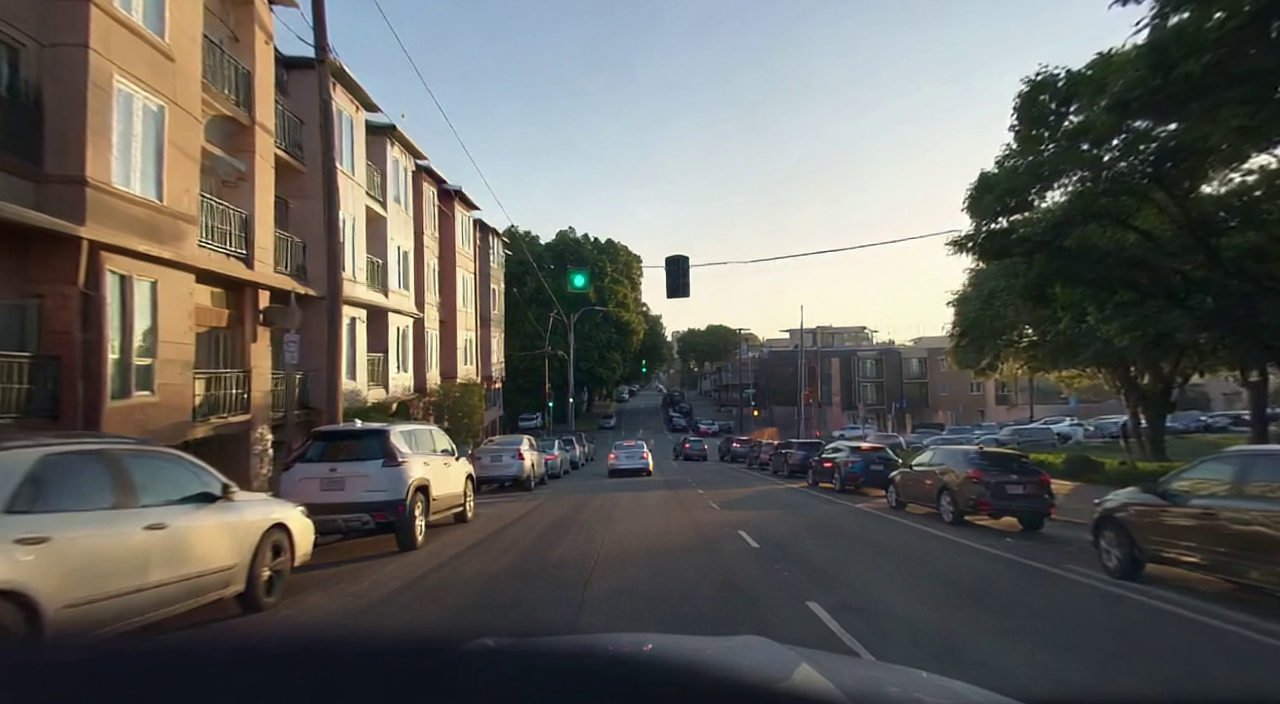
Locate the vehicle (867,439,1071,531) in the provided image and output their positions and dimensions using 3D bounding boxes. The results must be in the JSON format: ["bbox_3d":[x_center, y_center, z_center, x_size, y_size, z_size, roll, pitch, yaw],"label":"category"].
[{"bbox_3d":[6.181,2.506,12.503,1.814,1.490,4.109,0,-8,0],"label":"vehicle"}]

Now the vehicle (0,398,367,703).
[{"bbox_3d":[-3.708,1.160,4.131,1.835,1.497,4.146,0,-8,2],"label":"vehicle"}]

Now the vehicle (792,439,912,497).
[{"bbox_3d":[6.185,3.405,19.024,1.980,1.518,4.526,0,-8,-1],"label":"vehicle"}]

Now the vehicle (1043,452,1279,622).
[{"bbox_3d":[6.071,1.703,5.842,1.757,1.316,4.632,5,-8,1],"label":"vehicle"}]

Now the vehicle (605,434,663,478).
[{"bbox_3d":[-0.227,3.798,23.139,1.923,1.460,3.923,0,-8,-1],"label":"vehicle"}]

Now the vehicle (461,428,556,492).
[{"bbox_3d":[-3.692,3.112,18.439,1.831,1.650,3.852,0,-8,2],"label":"vehicle"}]

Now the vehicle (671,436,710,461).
[{"bbox_3d":[3.113,6.101,39.874,2.055,1.450,4.676,0,-8,0],"label":"vehicle"}]

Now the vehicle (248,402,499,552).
[{"bbox_3d":[-3.636,1.799,9.661,1.975,1.759,4.250,0,-8,0],"label":"vehicle"}]

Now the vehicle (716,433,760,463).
[{"bbox_3d":[6.018,5.939,39.148,1.999,1.752,4.502,0,-8,0],"label":"vehicle"}]
